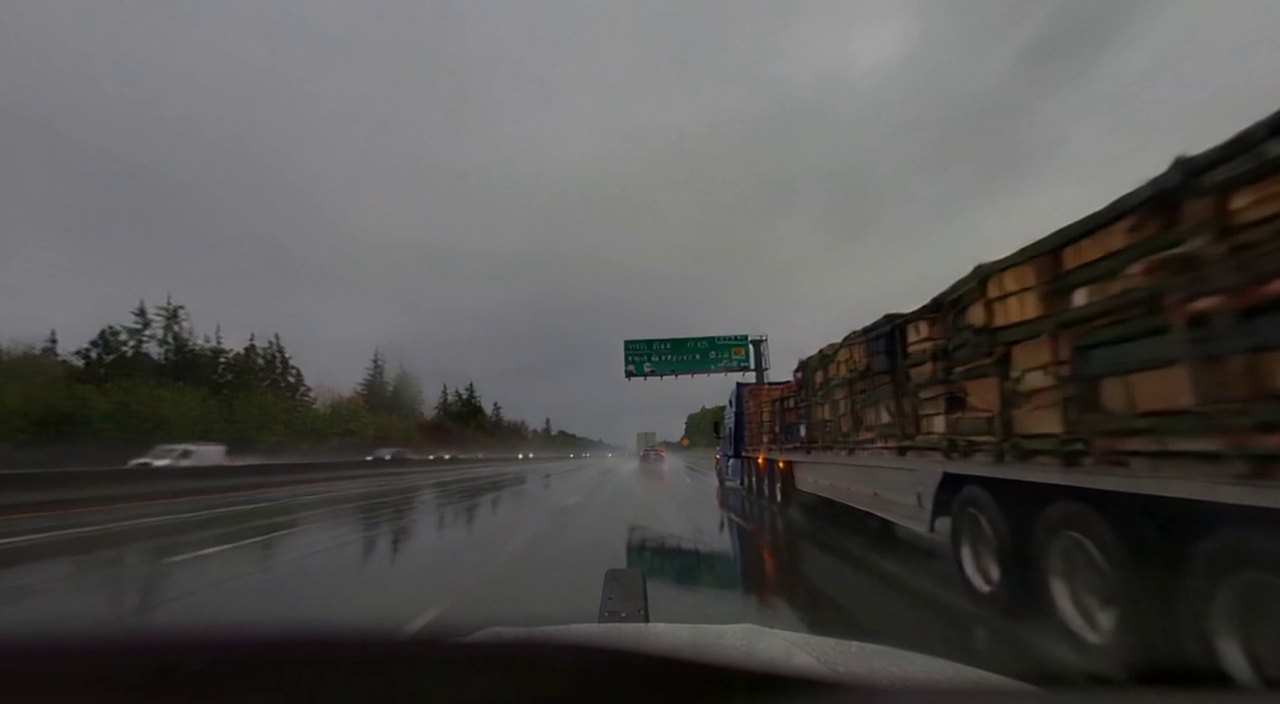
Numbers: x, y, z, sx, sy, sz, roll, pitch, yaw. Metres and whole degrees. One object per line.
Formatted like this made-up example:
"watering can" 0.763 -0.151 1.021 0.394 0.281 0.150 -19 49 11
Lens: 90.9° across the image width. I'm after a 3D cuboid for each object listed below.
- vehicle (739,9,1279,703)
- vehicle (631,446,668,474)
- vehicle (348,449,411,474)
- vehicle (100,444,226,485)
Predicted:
"vehicle" 4.412 1.195 10.171 2.917 3.179 18.723 0 -9 1
"vehicle" 0.534 6.390 37.554 2.042 1.528 4.300 0 -8 0
"vehicle" -17.350 7.301 42.301 1.948 1.538 5.039 0 -8 1
"vehicle" -25.446 5.987 34.044 2.168 1.955 5.931 0 -8 0
